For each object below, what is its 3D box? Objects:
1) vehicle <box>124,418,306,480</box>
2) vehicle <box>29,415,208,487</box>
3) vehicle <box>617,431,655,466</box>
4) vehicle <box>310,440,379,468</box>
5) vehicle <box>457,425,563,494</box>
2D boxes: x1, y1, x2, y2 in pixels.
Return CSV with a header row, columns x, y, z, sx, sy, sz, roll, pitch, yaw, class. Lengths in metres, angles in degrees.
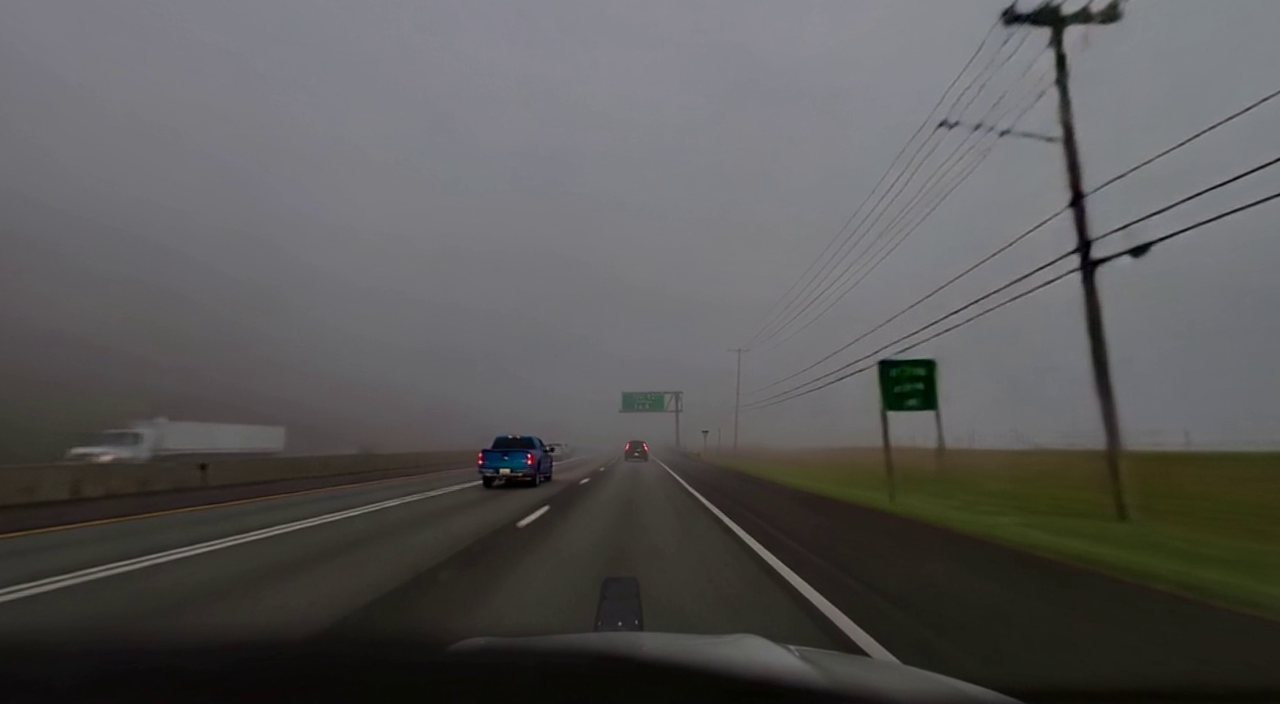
x,y,z,sx,sy,sz,roll,pitch,yaw,class
-28.479,6.718,43.892,2.822,3.547,14.494,0,-9,-1,vehicle
-28.424,5.463,35.108,2.989,3.464,8.035,0,-9,0,vehicle
-0.269,6.344,41.571,2.358,2.144,4.713,0,-9,-1,vehicle
-17.332,6.000,37.307,1.939,1.491,4.501,-1,-9,0,vehicle
-3.807,3.279,19.599,2.204,1.812,5.289,0,-9,0,vehicle
